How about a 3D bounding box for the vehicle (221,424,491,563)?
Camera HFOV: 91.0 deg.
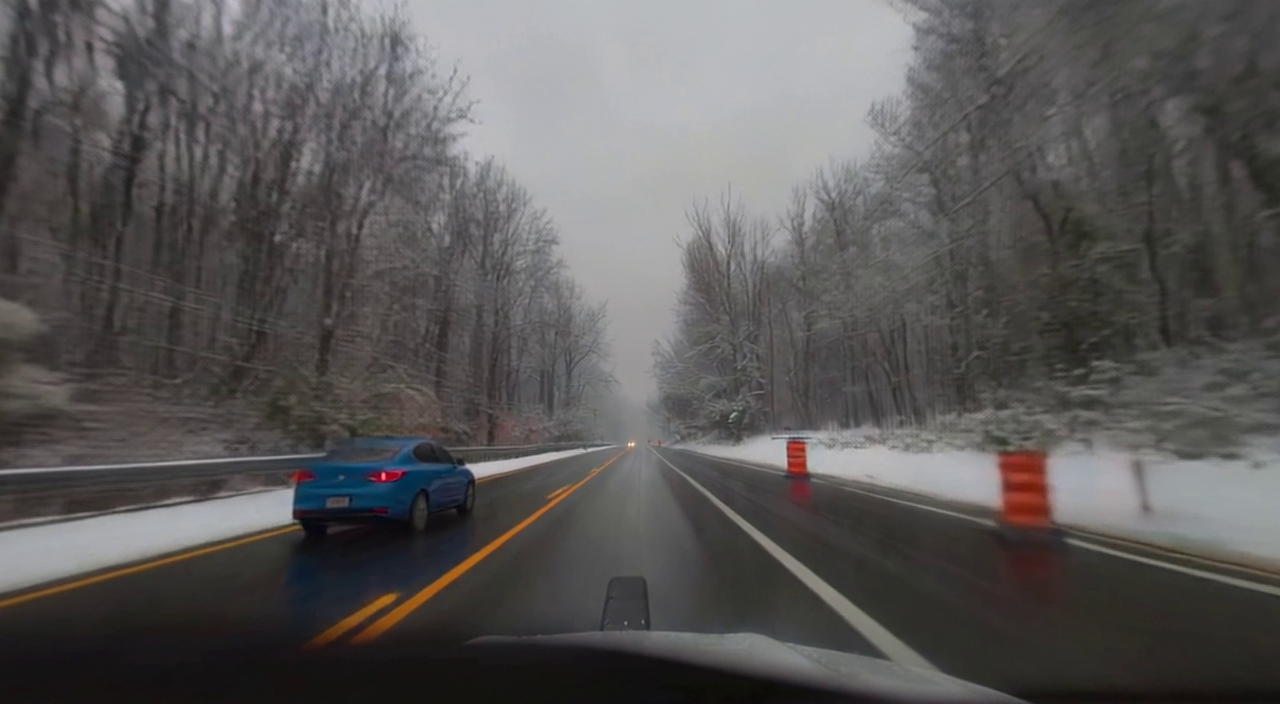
[{"bbox_3d":[-3.611,1.844,8.975,1.902,1.505,4.016,0,-8,1],"label":"vehicle"}]
